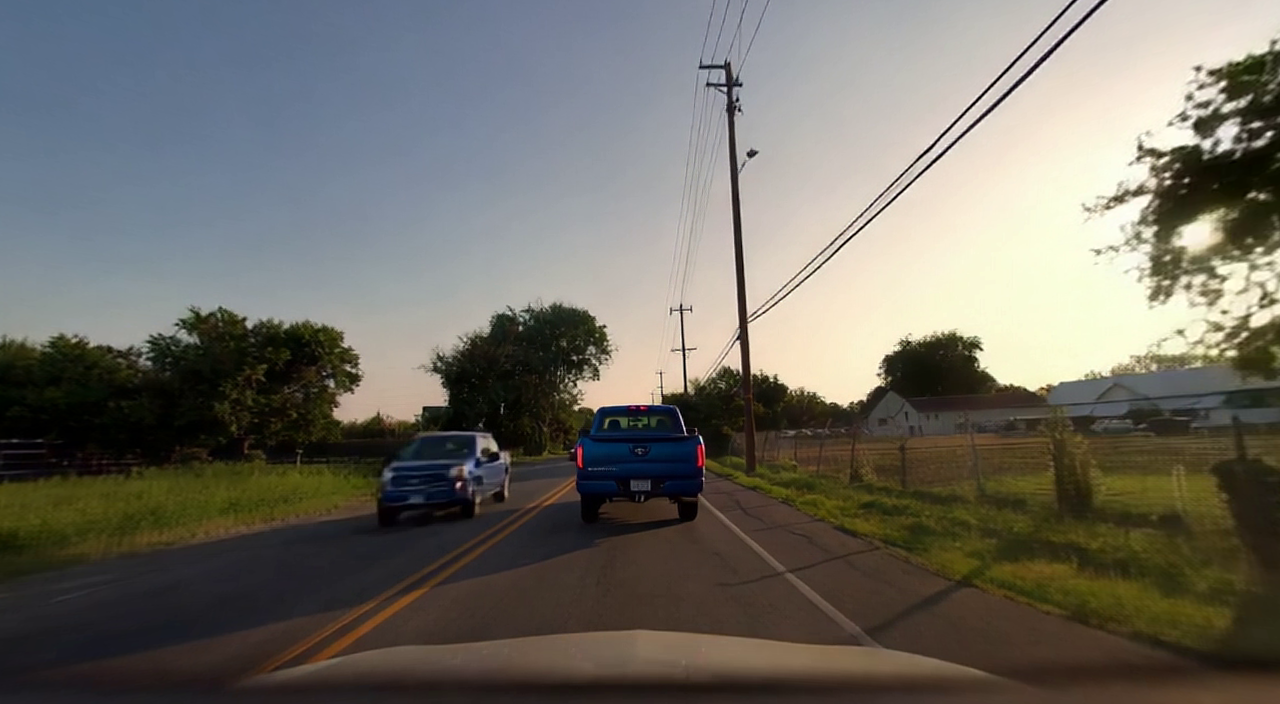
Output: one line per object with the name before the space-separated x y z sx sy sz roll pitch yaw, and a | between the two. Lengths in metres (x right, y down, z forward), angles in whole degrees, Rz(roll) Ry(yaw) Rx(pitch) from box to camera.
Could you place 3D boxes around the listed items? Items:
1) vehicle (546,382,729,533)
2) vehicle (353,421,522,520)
vehicle | -0.085 1.994 12.371 2.693 2.223 5.885 0 -9 -1
vehicle | -4.171 2.529 14.023 2.193 1.805 4.657 0 -9 0
